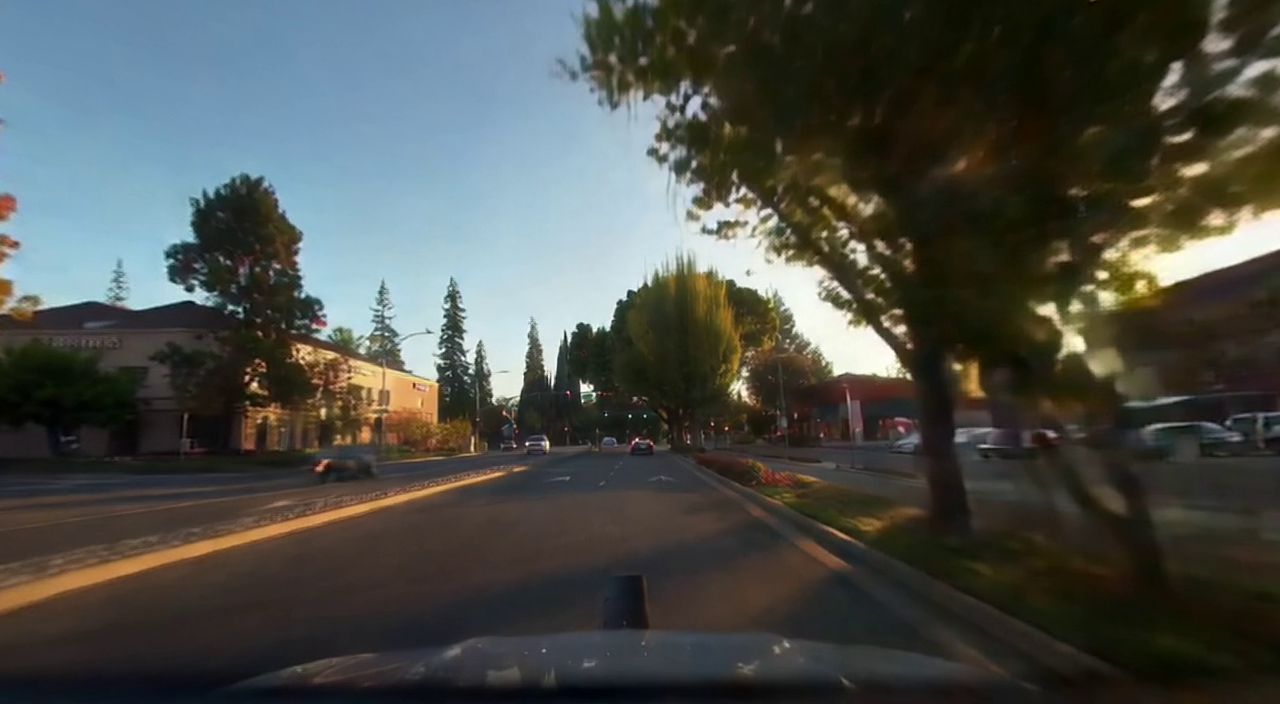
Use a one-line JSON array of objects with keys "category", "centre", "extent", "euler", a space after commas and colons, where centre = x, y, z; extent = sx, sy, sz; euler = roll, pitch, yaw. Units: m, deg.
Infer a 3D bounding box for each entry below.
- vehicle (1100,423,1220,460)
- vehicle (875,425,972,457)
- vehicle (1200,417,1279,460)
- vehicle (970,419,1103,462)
[{"category": "vehicle", "centre": [19.407, 3.357, 23.616], "extent": [3.192, 1.329, 1.505], "euler": [0, -9, -5]}, {"category": "vehicle", "centre": [17.784, 5.632, 39.785], "extent": [5.117, 1.933, 2.035], "euler": [-1, -8, 3]}, {"category": "vehicle", "centre": [20.615, 2.840, 20.932], "extent": [3.179, 1.322, 1.521], "euler": [1, -8, -19]}, {"category": "vehicle", "centre": [18.207, 4.104, 29.066], "extent": [4.904, 1.577, 1.863], "euler": [-3, -9, -7]}]
